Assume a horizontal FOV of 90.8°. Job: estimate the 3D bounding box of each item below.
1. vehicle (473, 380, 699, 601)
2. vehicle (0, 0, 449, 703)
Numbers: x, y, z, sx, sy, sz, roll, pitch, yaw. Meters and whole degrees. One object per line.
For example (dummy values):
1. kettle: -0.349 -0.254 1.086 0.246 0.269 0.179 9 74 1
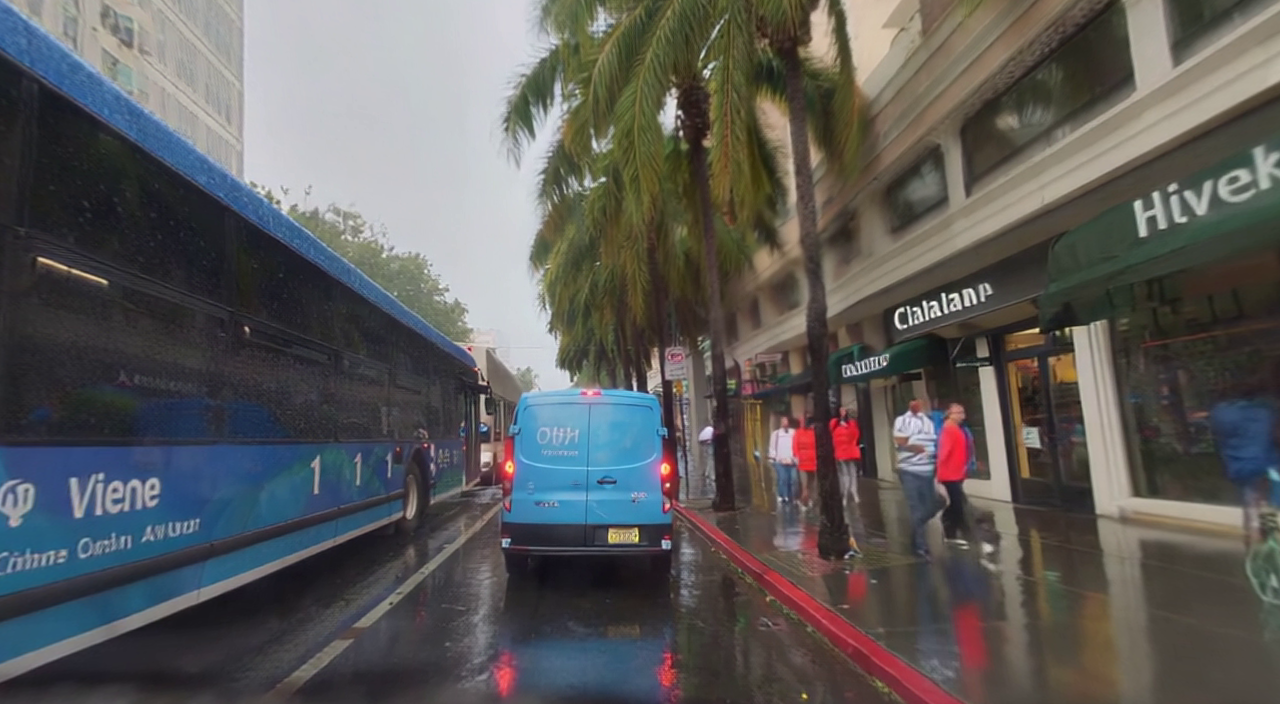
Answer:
1. vehicle: -0.790 1.528 7.798 2.002 1.907 4.211 1 -9 -9
2. vehicle: -3.805 0.195 3.299 2.863 3.233 11.573 1 -8 -4
